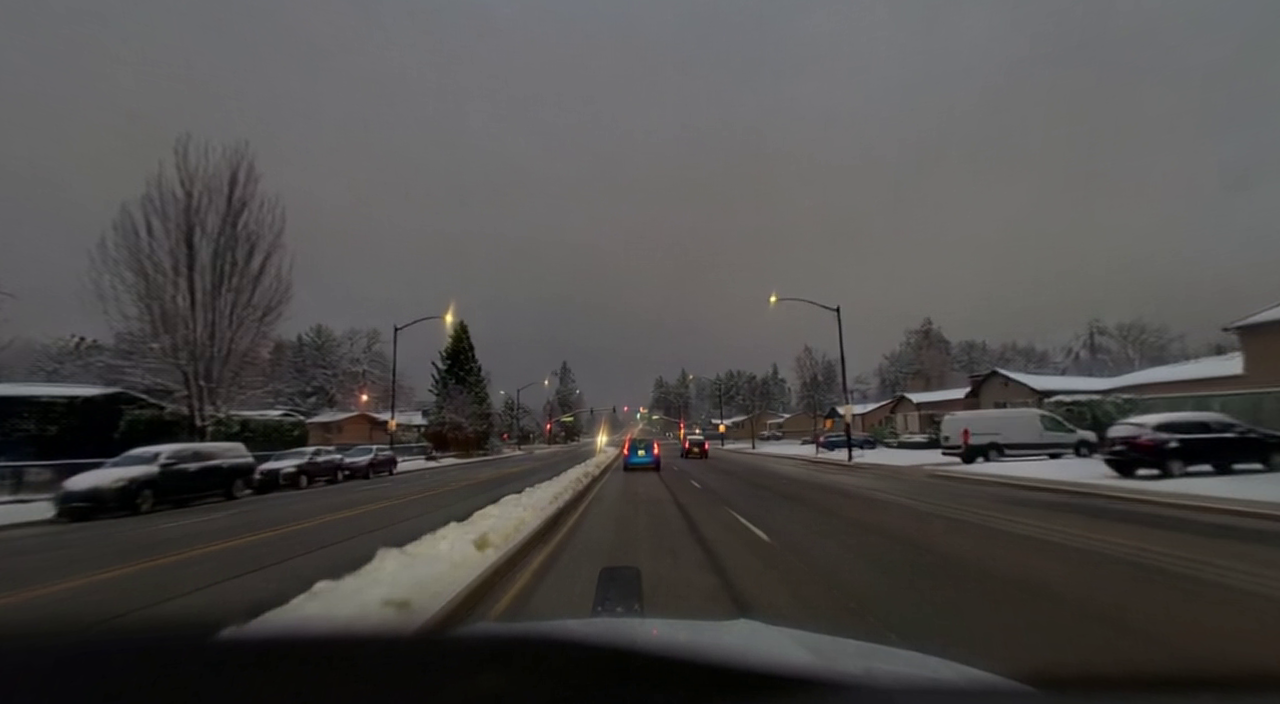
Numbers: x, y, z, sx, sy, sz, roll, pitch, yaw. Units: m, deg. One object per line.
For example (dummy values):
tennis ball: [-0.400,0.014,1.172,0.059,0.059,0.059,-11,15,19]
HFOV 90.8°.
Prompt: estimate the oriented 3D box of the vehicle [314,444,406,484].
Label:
vehicle: [-14.275,5.705,32.643,2.078,1.833,5.666,-1,-8,1]

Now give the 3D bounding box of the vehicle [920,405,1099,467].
vehicle: [14.742,3.392,25.471,5.696,2.299,2.292,0,-8,-2]

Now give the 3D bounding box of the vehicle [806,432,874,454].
vehicle: [15.184,6.904,48.139,4.456,1.520,1.911,-1,-8,-2]

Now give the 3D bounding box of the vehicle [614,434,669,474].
vehicle: [0.027,4.223,26.311,2.093,1.497,4.010,0,-8,-1]

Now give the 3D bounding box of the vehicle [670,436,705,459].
vehicle: [3.387,6.862,45.583,2.161,1.519,4.568,-1,-8,0]

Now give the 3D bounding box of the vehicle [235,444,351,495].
vehicle: [-14.489,4.878,26.790,2.140,1.899,4.900,-1,-8,0]

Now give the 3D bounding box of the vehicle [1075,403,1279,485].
vehicle: [15.083,2.519,17.461,4.481,1.988,2.065,-2,-8,-1]

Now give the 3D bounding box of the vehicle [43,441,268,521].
vehicle: [-14.474,3.809,19.593,2.351,2.008,5.971,-1,-8,-1]
